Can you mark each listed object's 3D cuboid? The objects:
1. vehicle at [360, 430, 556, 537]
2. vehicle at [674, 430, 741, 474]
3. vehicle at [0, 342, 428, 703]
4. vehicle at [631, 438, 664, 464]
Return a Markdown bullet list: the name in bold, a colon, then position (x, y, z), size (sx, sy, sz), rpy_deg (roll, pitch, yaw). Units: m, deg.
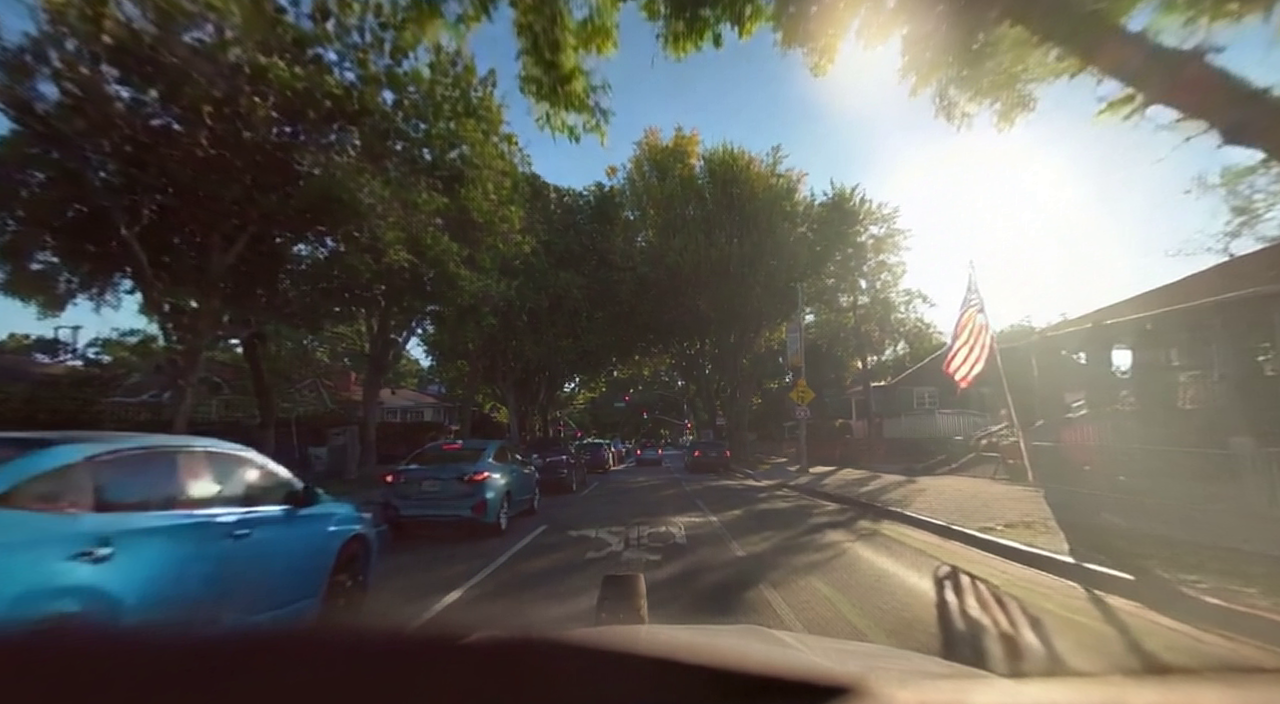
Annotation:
- **vehicle**: position (-2.841, 2.169, 11.051), size (1.970, 1.477, 4.380), rpy_deg (-1, -9, 2)
- **vehicle**: position (2.728, 4.236, 26.794), size (2.258, 1.682, 4.635), rpy_deg (0, -9, -1)
- **vehicle**: position (-3.049, 1.027, 3.615), size (1.971, 1.639, 4.487), rpy_deg (-1, -9, 2)
- **vehicle**: position (0.459, 6.001, 38.400), size (1.927, 1.453, 3.848), rpy_deg (0, -9, 1)
